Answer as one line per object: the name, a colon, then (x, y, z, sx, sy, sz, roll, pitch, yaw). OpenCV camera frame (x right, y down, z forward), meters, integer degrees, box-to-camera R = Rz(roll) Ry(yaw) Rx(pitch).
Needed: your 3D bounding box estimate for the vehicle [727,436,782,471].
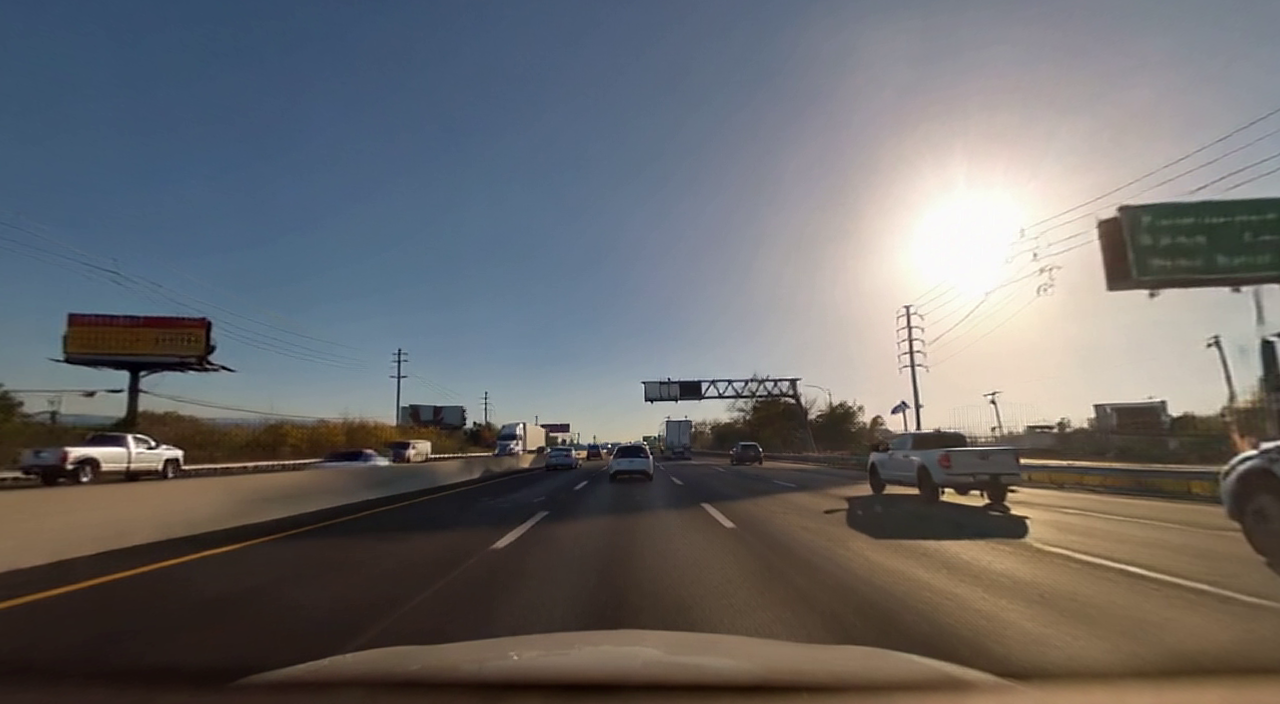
vehicle: (6.992, 6.270, 39.125, 2.302, 1.973, 5.502, 0, -9, -1)

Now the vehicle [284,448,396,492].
vehicle: (-10.981, 4.315, 23.571, 1.877, 1.457, 4.546, 0, -9, 1)

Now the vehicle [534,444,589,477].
vehicle: (-3.753, 5.297, 31.049, 2.025, 1.498, 4.675, 0, -9, 1)

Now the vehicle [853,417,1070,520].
vehicle: (6.807, 2.541, 14.283, 2.086, 1.862, 5.232, 0, -9, -1)

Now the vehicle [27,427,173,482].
vehicle: (-31.825, 5.999, 37.701, 2.736, 2.994, 6.731, 0, -7, -1)

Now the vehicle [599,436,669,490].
vehicle: (-0.206, 3.772, 21.753, 2.191, 1.685, 4.015, 0, -9, 0)
